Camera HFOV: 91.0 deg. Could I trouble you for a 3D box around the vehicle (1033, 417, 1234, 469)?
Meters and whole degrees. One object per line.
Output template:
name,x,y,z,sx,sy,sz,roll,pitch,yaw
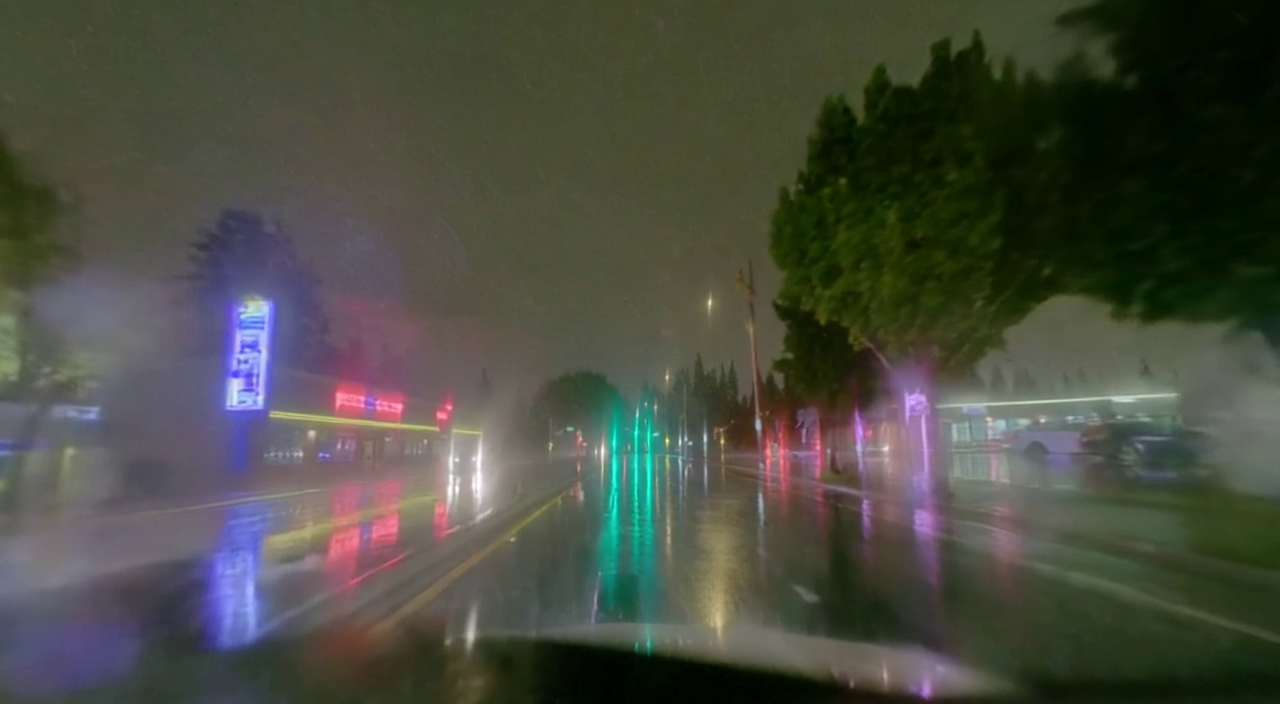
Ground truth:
vehicle,16.311,3.056,21.020,4.947,1.587,2.133,1,-9,-2

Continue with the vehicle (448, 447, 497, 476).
vehicle,-11.115,7.237,41.965,2.031,1.674,4.573,-3,-8,0

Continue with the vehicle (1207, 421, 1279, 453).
vehicle,29.657,3.998,29.469,1.749,1.436,4.792,0,-9,0

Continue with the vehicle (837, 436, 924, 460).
vehicle,16.435,6.611,43.227,5.124,1.541,2.070,0,-10,-1
